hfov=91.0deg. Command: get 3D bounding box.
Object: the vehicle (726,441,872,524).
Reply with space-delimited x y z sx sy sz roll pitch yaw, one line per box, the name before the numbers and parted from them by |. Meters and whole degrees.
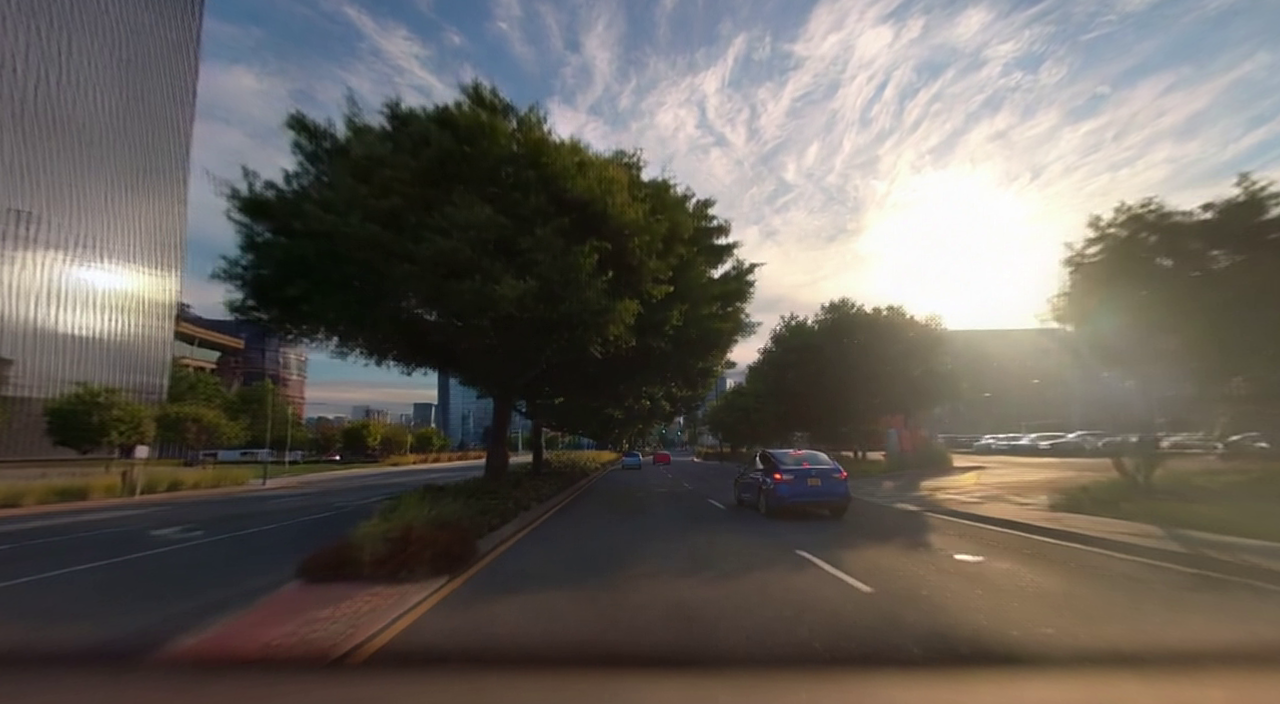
vehicle | 3.216 2.724 13.719 1.993 1.501 4.127 0 -9 -2
